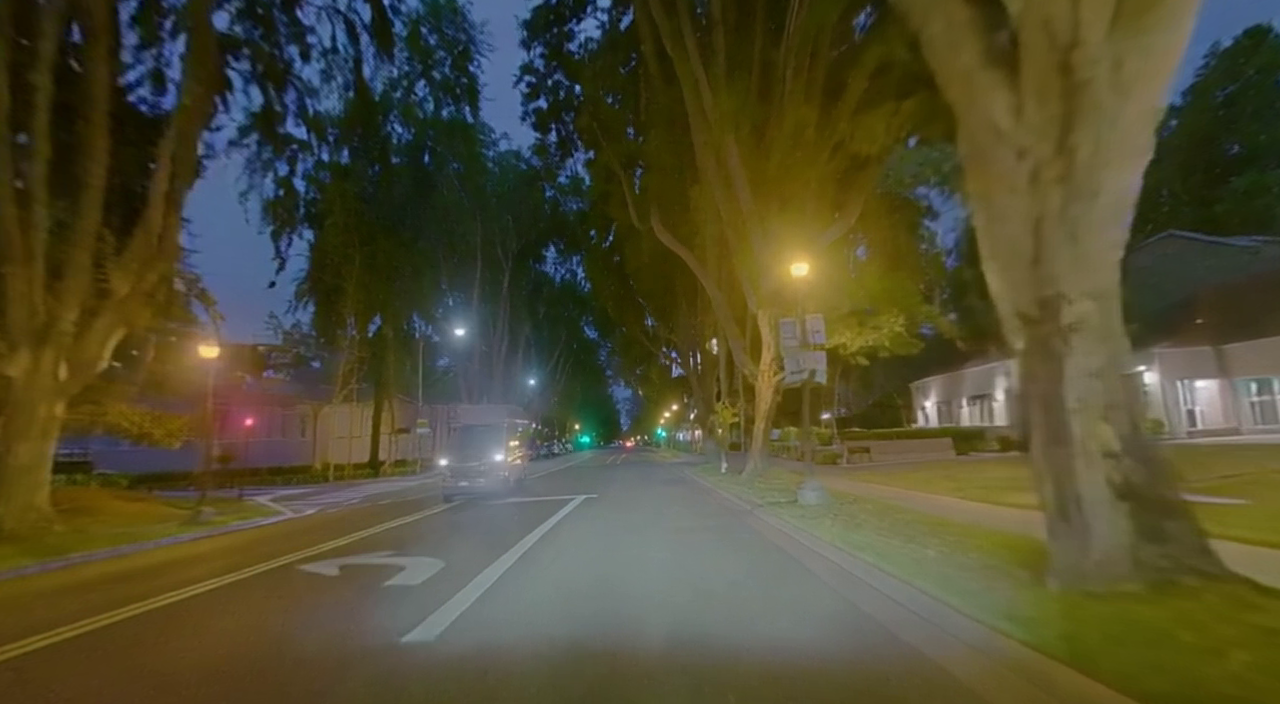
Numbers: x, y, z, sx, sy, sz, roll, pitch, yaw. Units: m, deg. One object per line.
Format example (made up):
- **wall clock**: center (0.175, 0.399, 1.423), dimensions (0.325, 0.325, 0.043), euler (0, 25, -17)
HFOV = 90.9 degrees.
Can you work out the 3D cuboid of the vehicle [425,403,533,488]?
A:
- **vehicle**: center (-5.808, 3.504, 23.730), dimensions (2.303, 2.760, 5.868), euler (0, -8, 2)
